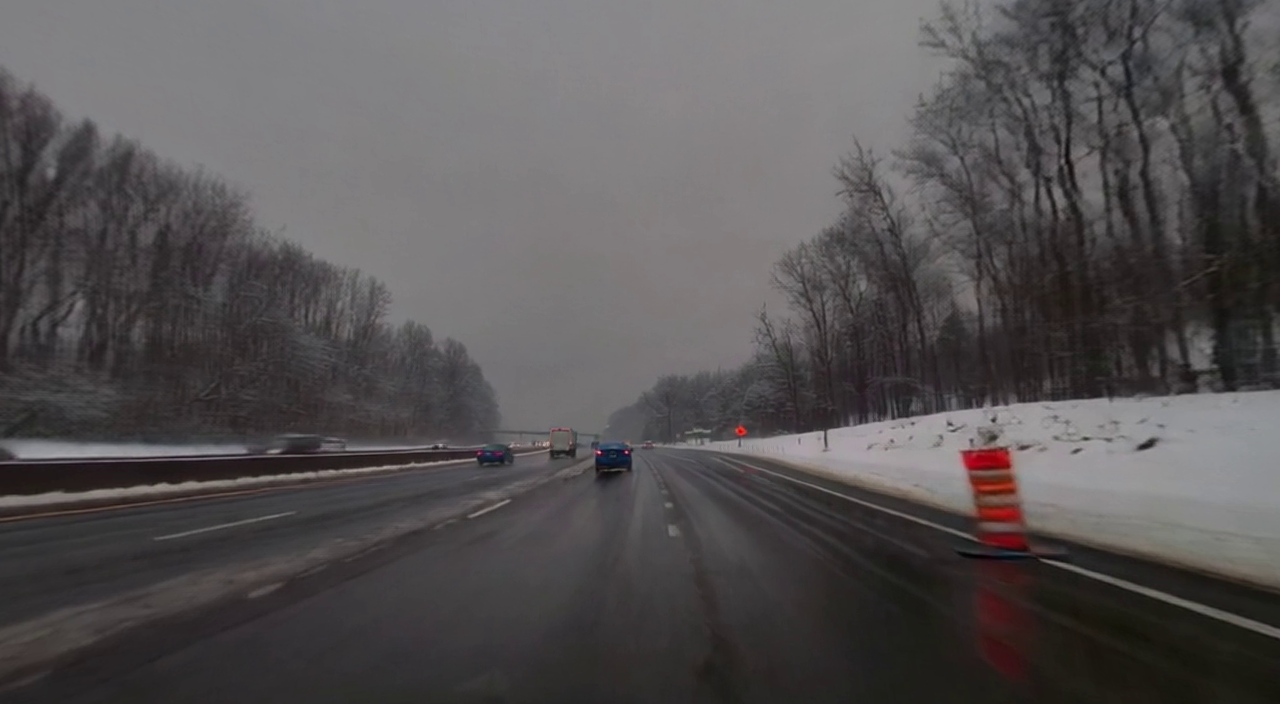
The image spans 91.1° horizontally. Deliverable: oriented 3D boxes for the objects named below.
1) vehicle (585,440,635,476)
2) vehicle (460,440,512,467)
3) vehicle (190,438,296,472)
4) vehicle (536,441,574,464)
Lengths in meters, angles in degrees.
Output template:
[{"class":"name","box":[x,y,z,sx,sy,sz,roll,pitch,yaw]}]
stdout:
[{"class":"vehicle","box":[-1.256,4.710,28.196,1.963,1.462,4.681,0,-8,0]},{"class":"vehicle","box":[-9.064,5.989,37.228,1.946,1.472,4.472,0,-8,0]},{"class":"vehicle","box":[-19.387,5.024,30.986,1.991,1.500,5.020,0,-8,0]},{"class":"vehicle","box":[-5.745,6.845,42.943,1.951,1.439,4.633,0,-8,0]}]
